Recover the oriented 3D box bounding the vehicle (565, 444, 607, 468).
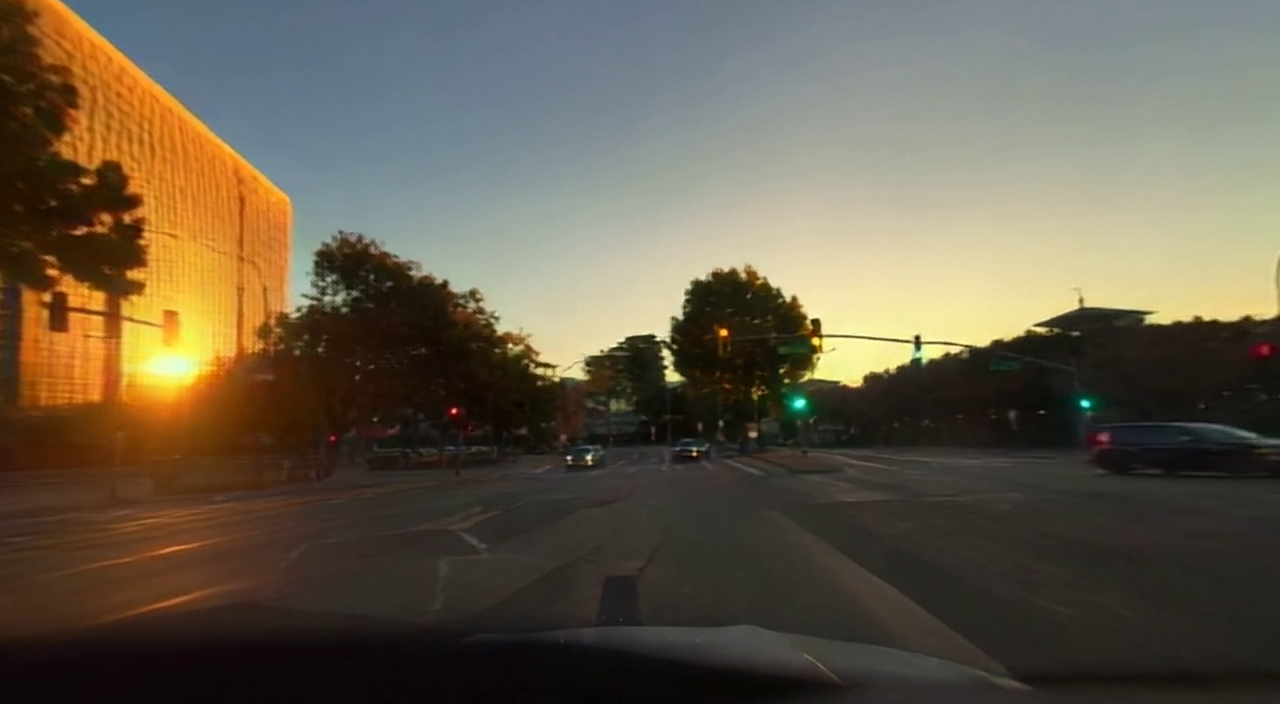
[{"bbox_3d":[-3.586,6.982,42.624,1.786,1.499,3.797,-2,-9,12],"label":"vehicle"}]

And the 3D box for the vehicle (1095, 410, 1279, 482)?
[{"bbox_3d":[14.900,2.443,16.372,4.652,1.674,1.998,-8,-12,43],"label":"vehicle"}]

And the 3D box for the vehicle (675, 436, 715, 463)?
[{"bbox_3d":[3.585,6.229,40.419,2.034,1.663,4.025,-2,-9,12],"label":"vehicle"}]
